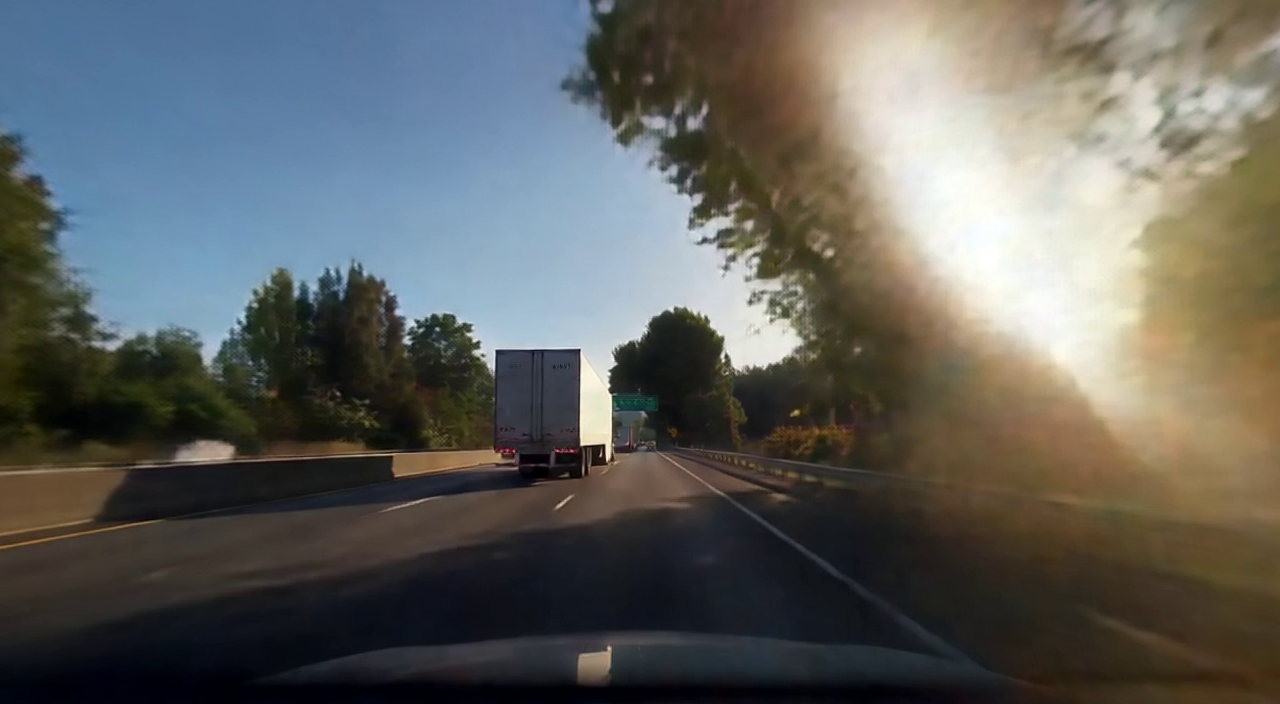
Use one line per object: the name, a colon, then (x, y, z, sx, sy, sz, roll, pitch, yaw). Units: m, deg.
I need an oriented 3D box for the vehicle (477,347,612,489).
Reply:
vehicle: (-3.048, 2.896, 25.156, 2.947, 4.051, 14.256, 0, -8, 1)
